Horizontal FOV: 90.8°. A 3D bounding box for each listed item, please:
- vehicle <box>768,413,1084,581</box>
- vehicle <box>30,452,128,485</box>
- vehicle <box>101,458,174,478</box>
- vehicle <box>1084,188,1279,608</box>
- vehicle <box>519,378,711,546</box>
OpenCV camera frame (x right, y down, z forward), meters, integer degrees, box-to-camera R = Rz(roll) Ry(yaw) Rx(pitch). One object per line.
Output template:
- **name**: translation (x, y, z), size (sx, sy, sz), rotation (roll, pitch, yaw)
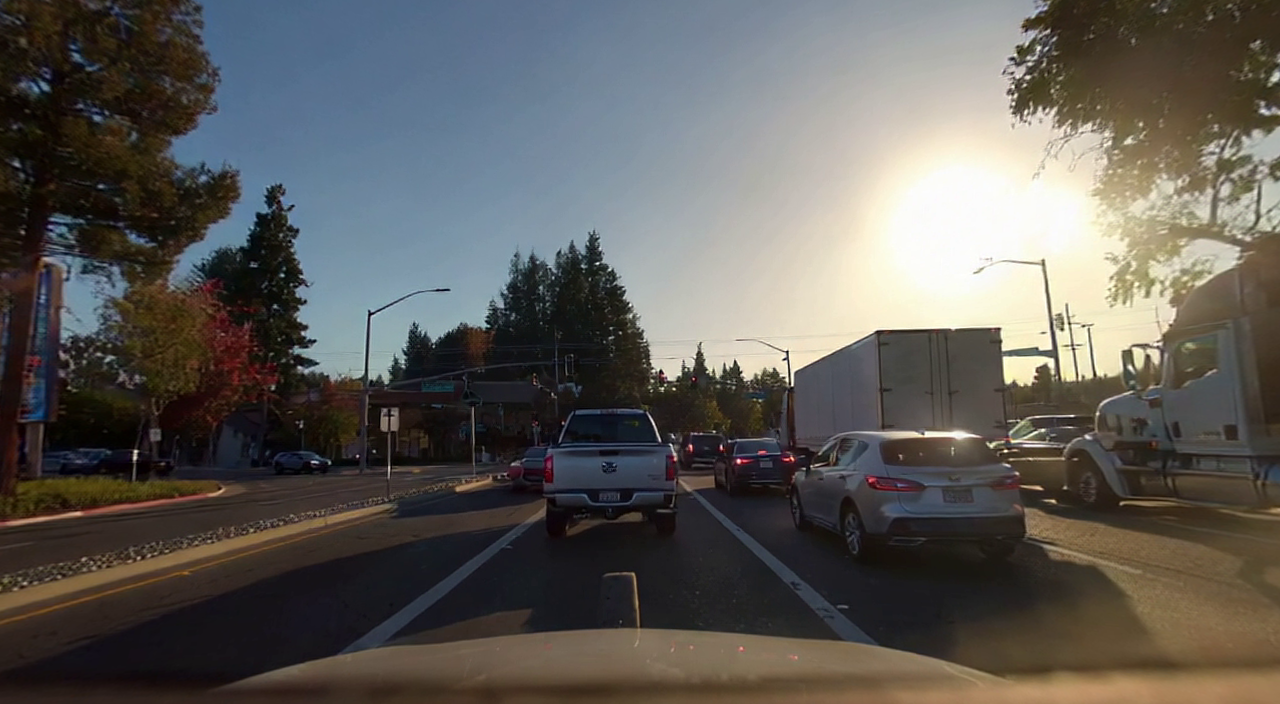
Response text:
- **vehicle**: translation (3.255, 1.765, 8.611), size (1.905, 1.587, 4.998), rotation (0, -9, -1)
- **vehicle**: translation (-28.580, 5.912, 32.358), size (1.730, 1.534, 3.922), rotation (1, -9, -7)
- **vehicle**: translation (-38.185, 8.806, 48.014), size (4.150, 1.474, 1.826), rotation (-1, -9, 6)
- **vehicle**: translation (6.524, 0.103, 3.339), size (2.802, 3.322, 7.429), rotation (0, -9, 0)
- **vehicle**: translation (-0.362, 1.820, 10.883), size (2.499, 2.183, 5.111), rotation (0, -9, -1)
